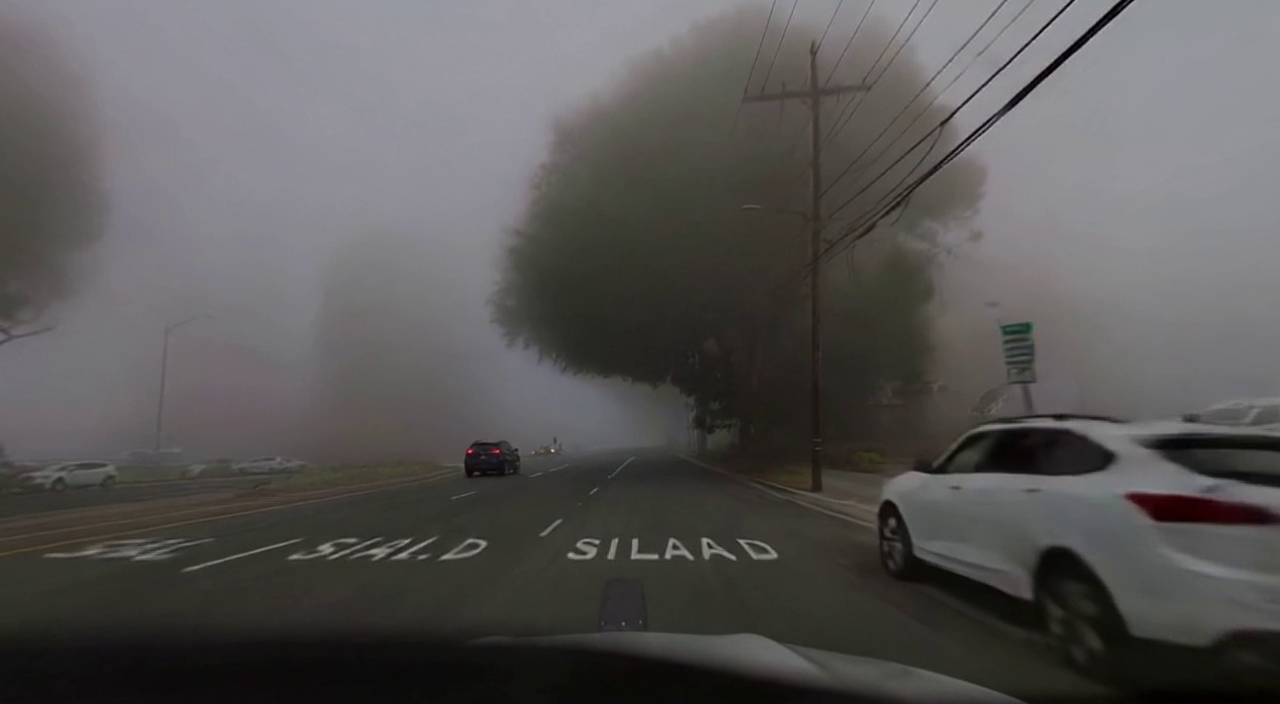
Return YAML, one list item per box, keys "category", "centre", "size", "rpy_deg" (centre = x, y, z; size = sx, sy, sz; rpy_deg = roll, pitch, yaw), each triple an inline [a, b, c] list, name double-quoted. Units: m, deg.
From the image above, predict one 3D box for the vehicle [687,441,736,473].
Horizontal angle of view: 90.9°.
- category: "vehicle"
  centre: [3.757, 5.601, 33.988]
  size: [2.048, 1.556, 4.753]
  rpy_deg: [0, -8, 0]

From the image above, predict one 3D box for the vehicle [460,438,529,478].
- category: "vehicle"
  centre: [-6.555, 4.815, 28.943]
  size: [2.000, 1.671, 4.497]
  rpy_deg: [0, -8, 1]

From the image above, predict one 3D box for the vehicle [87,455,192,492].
- category: "vehicle"
  centre: [-25.743, 6.248, 32.682]
  size: [1.857, 1.472, 4.422]
  rpy_deg: [-5, -8, 1]

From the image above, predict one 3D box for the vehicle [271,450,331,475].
- category: "vehicle"
  centre: [-25.673, 8.369, 47.947]
  size: [1.959, 1.707, 4.481]
  rpy_deg: [0, -8, 1]

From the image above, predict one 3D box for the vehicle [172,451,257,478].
- category: "vehicle"
  centre: [-25.689, 6.871, 38.265]
  size: [1.935, 1.487, 4.600]
  rpy_deg: [-1, -11, 0]

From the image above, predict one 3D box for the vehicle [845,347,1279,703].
- category: "vehicle"
  centre: [3.505, 1.240, 5.291]
  size: [2.104, 1.915, 4.343]
  rpy_deg: [0, -8, 0]

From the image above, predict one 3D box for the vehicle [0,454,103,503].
- category: "vehicle"
  centre: [-25.738, 5.328, 26.539]
  size: [2.132, 1.492, 4.734]
  rpy_deg: [-4, -4, 1]
